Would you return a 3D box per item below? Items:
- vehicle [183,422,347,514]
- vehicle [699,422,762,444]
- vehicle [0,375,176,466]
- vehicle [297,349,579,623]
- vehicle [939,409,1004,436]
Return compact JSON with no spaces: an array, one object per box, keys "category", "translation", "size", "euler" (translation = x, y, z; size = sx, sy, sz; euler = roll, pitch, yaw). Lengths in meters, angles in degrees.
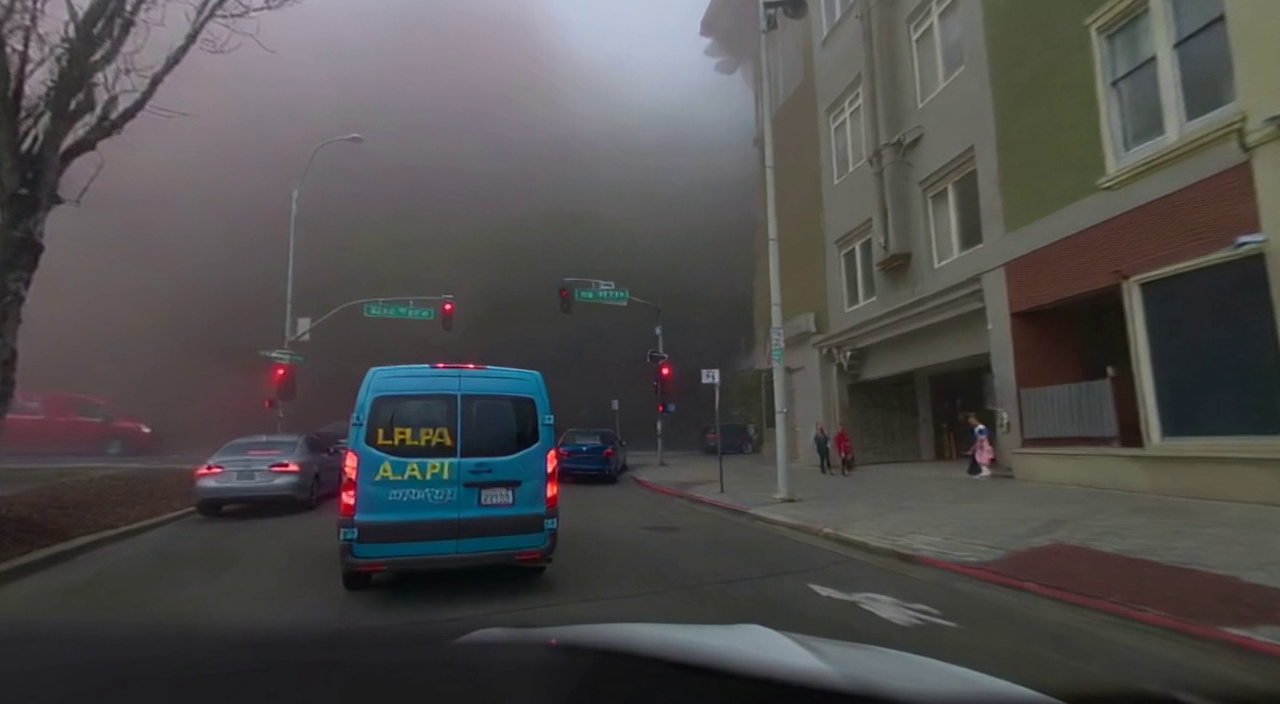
[{"category":"vehicle","translation":[-6.868,2.103,11.957],"size":[1.841,1.461,3.426],"euler":[2,-8,-17]},{"category":"vehicle","translation":[6.154,5.525,42.929],"size":[3.885,1.449,1.757],"euler":[2,-8,-19]},{"category":"vehicle","translation":[-24.238,2.569,23.391],"size":[10.606,3.178,3.014],"euler":[2,-8,-18]},{"category":"vehicle","translation":[-2.044,1.235,6.760],"size":[1.951,1.907,4.266],"euler":[2,-8,-17]},{"category":"vehicle","translation":[22.586,4.837,42.913],"size":[4.020,1.572,1.718],"euler":[5,-10,-23]}]
